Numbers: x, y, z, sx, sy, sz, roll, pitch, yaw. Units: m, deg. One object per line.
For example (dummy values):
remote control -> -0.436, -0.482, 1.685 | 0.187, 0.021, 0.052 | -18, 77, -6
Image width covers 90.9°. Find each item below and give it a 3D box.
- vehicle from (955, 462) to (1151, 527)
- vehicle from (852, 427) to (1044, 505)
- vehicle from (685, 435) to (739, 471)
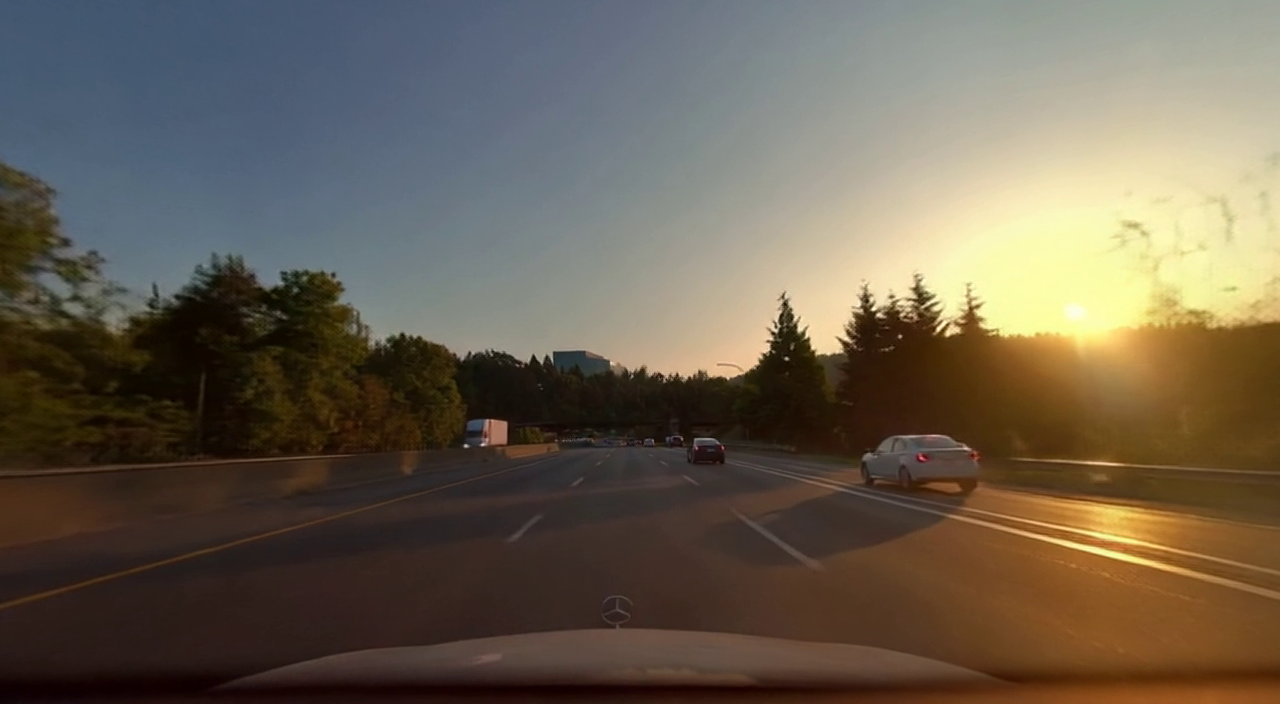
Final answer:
vehicle -> 7.101, 2.448, 11.162 | 1.535, 0.862, 2.814 | 0, -8, -1
vehicle -> 6.982, 2.600, 15.060 | 2.003, 1.522, 4.940 | 0, -8, -1
vehicle -> 3.176, 4.514, 28.470 | 1.819, 1.468, 3.770 | 0, -8, -2
